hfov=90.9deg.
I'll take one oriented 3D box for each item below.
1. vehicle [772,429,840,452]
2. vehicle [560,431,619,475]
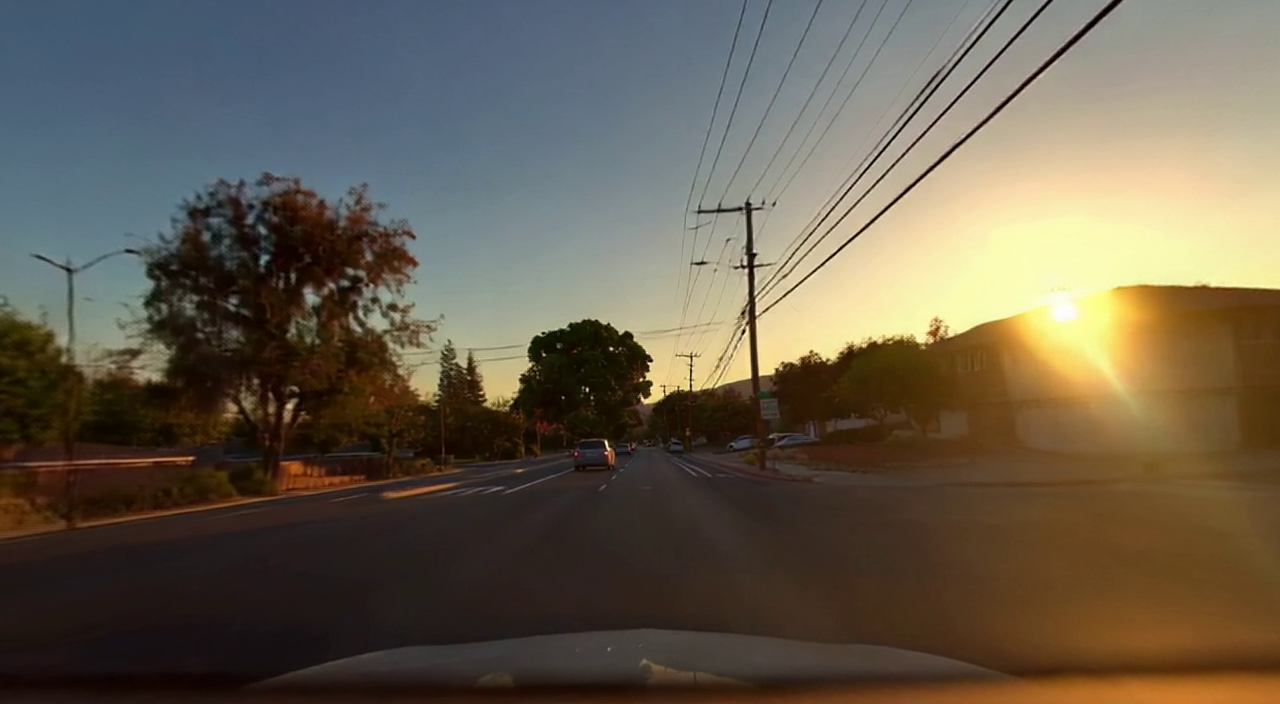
[{"bbox_3d":[12.016,6.446,45.739,2.212,1.404,4.283,2,-10,-33],"label":"vehicle"},{"bbox_3d":[-2.308,4.794,30.175,2.327,1.861,4.941,-1,-8,1],"label":"vehicle"}]
